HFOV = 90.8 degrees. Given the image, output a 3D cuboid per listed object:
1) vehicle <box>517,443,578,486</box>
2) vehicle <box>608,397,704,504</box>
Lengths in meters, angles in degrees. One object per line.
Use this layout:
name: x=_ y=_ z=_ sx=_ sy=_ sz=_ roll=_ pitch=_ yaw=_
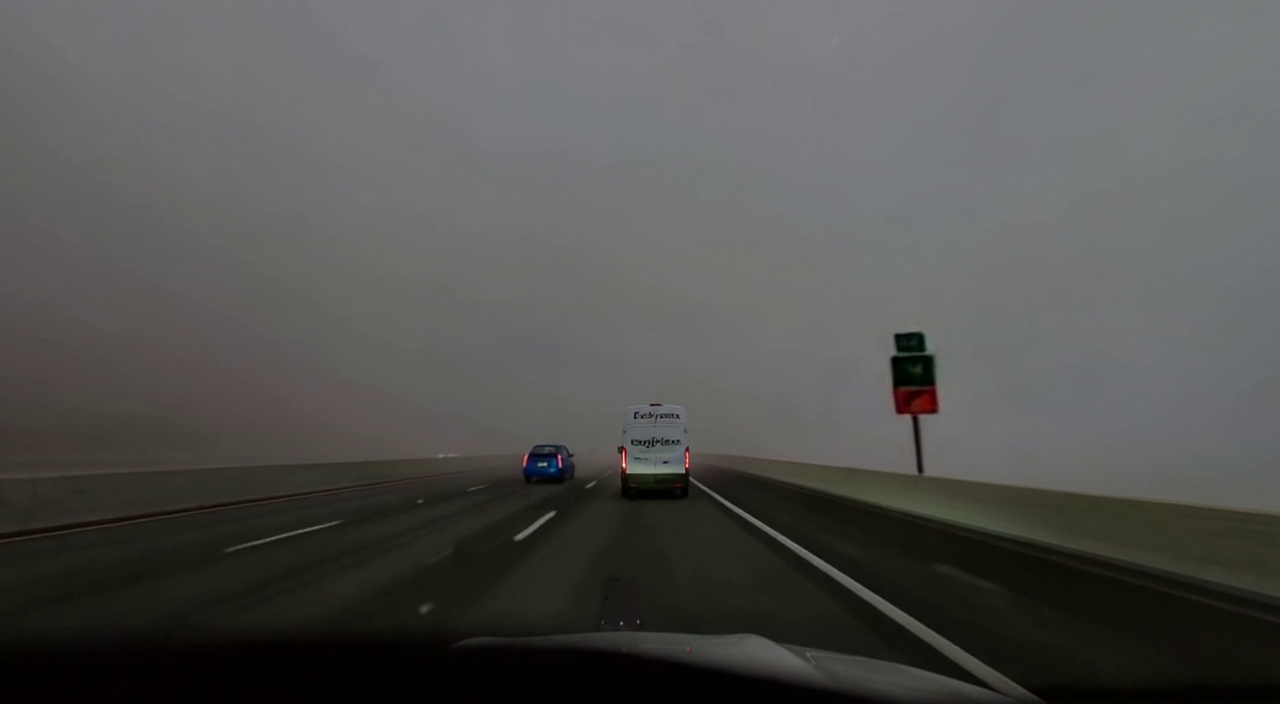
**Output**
vehicle: x=-3.422 y=4.230 z=23.960 sx=1.788 sy=1.500 sz=3.475 roll=0 pitch=-9 yaw=0
vehicle: x=0.310 y=2.799 z=18.071 sx=2.332 sy=2.558 sz=5.314 roll=0 pitch=-9 yaw=-2
